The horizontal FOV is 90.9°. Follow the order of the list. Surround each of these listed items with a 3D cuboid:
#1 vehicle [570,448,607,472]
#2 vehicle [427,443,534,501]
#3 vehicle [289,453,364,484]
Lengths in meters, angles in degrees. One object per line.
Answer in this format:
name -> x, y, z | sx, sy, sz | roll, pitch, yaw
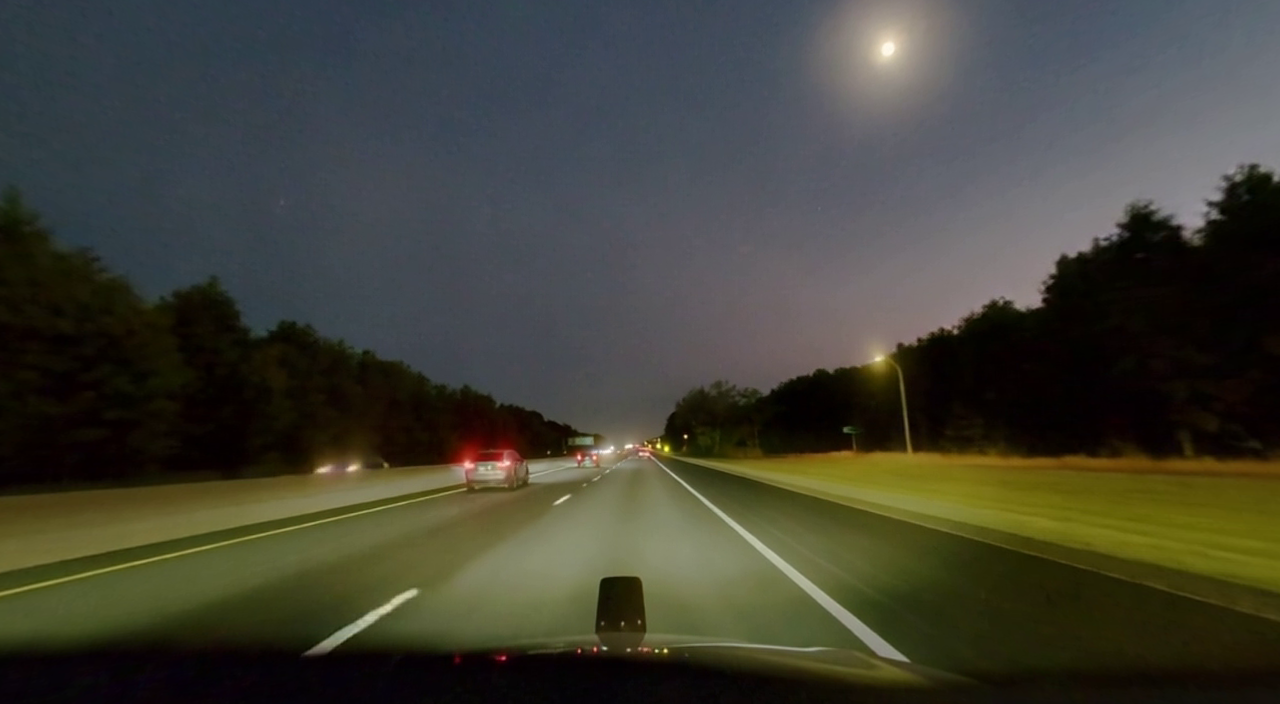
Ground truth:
vehicle -> -3.338, 7.063, 41.434 | 2.005, 1.474, 3.921 | 0, -9, 1
vehicle -> -4.611, 3.534, 18.983 | 1.975, 1.501, 4.603 | 0, -9, 1
vehicle -> -17.559, 6.525, 35.506 | 1.891, 1.586, 4.395 | 0, -9, 1
